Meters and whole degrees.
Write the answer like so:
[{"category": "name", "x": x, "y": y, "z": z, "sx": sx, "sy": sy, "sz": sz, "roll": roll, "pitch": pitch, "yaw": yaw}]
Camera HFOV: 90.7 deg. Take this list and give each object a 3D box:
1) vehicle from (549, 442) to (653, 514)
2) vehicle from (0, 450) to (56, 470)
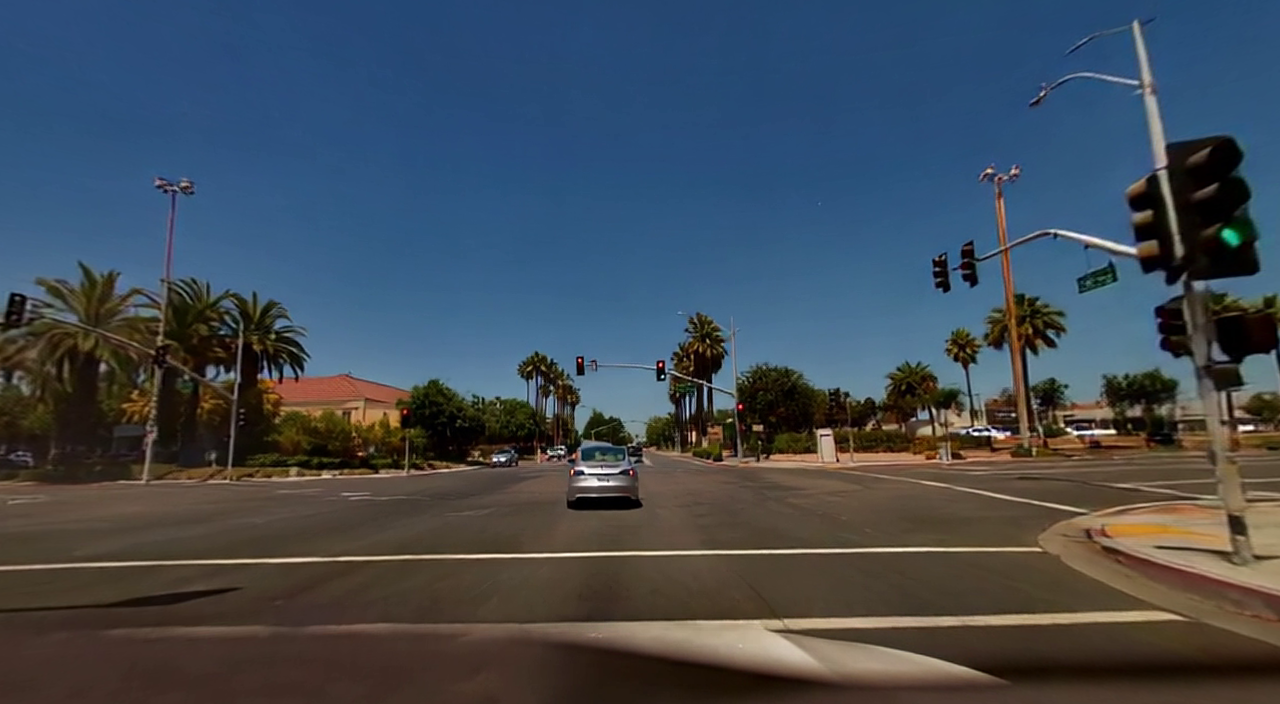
[{"category": "vehicle", "x": -0.858, "y": 2.953, "z": 15.351, "sx": 2.152, "sy": 1.478, "sz": 4.229, "roll": 0, "pitch": -8, "yaw": -1}, {"category": "vehicle", "x": -46.578, "y": 8.182, "z": 48.064, "sx": 1.792, "sy": 1.458, "sz": 4.159, "roll": 3, "pitch": -9, "yaw": -22}]
